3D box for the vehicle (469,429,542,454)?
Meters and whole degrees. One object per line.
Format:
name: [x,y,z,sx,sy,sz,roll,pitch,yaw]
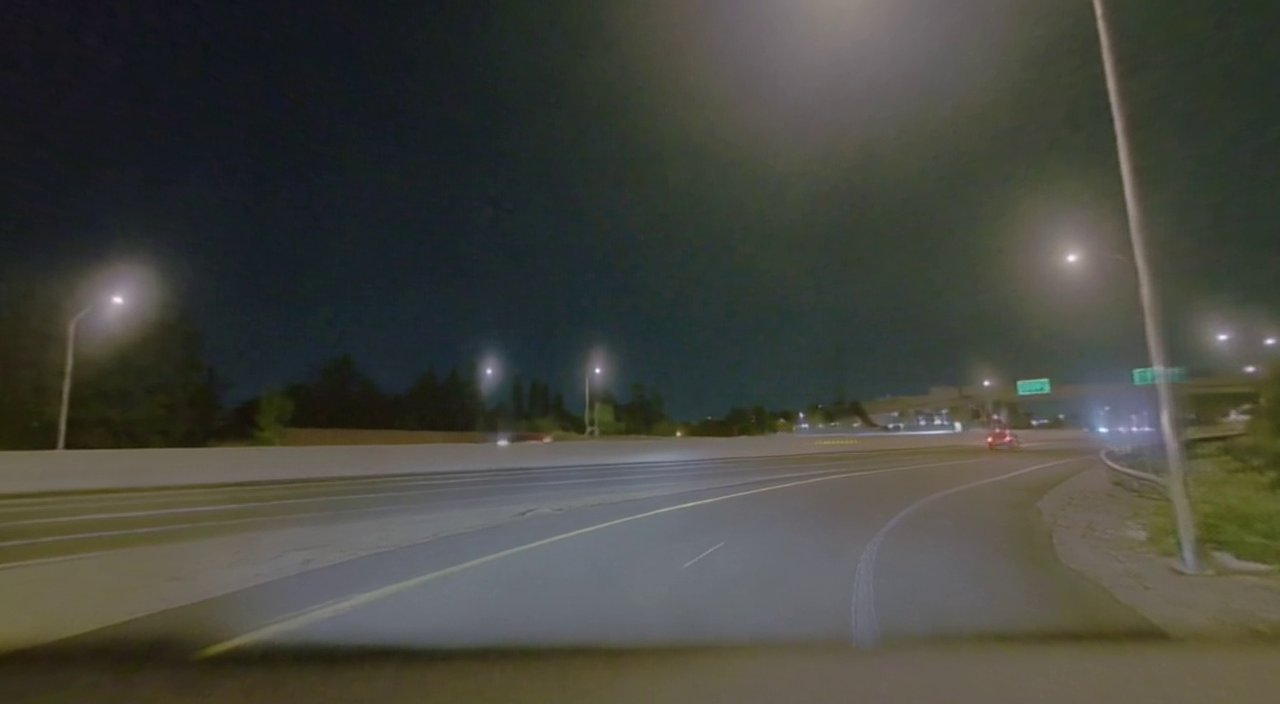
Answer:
vehicle: [-9.035,6.083,42.677,4.433,1.597,1.922,7,-11,-42]
